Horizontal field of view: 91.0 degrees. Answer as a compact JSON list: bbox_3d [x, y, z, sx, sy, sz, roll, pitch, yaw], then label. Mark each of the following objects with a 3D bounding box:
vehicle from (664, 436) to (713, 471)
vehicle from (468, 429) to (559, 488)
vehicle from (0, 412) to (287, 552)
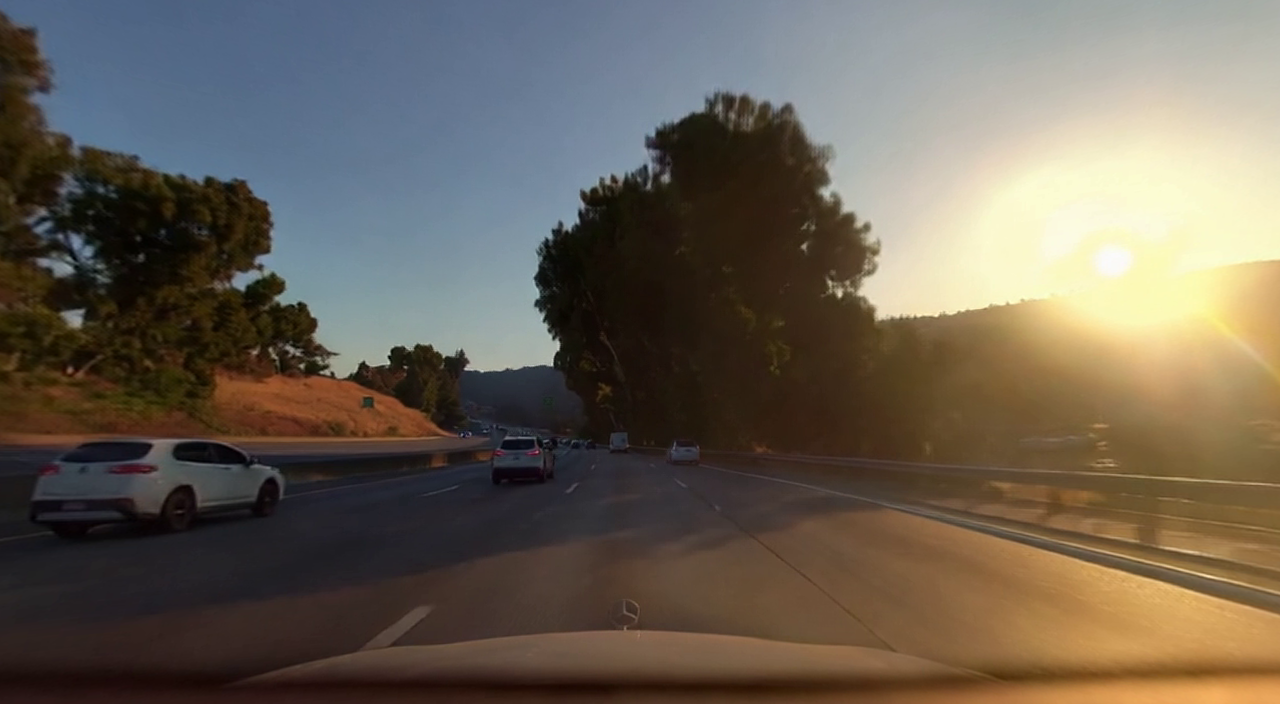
[{"bbox_3d":[2.469,5.317,33.214,2.053,1.698,4.097,0,-9,-3],"label":"vehicle"},{"bbox_3d":[-3.895,3.362,20.147,2.002,1.680,4.301,0,-9,0],"label":"vehicle"},{"bbox_3d":[-8.134,1.946,10.121,2.237,1.703,4.681,0,-9,-1],"label":"vehicle"}]
